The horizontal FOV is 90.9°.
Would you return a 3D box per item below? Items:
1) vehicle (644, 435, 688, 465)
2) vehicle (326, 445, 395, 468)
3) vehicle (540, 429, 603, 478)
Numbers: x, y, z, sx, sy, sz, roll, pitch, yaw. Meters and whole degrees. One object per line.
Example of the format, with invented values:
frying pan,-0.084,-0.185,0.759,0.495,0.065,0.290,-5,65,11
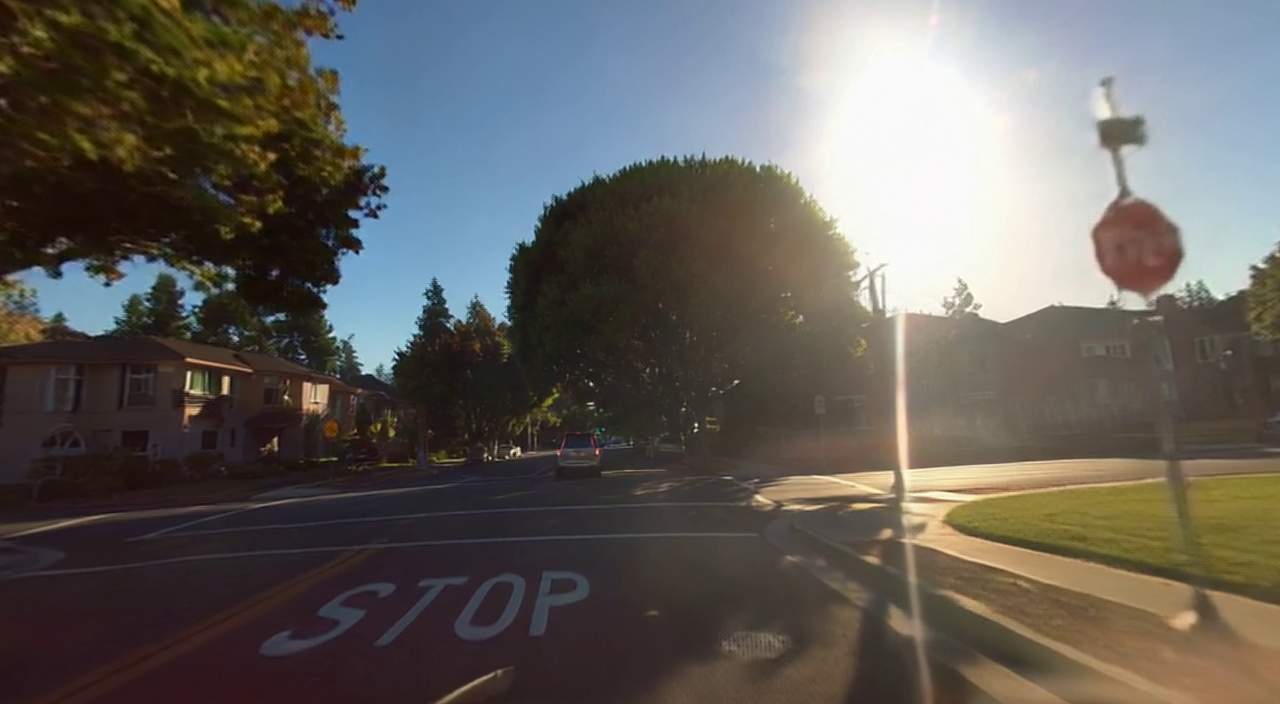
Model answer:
vehicle,1.412,5.524,35.670,1.987,1.608,3.883,1,-8,-5
vehicle,-19.069,7.140,43.101,3.806,1.501,1.892,0,-8,-2
vehicle,-2.540,3.907,24.466,2.172,1.722,4.201,0,-8,-3
